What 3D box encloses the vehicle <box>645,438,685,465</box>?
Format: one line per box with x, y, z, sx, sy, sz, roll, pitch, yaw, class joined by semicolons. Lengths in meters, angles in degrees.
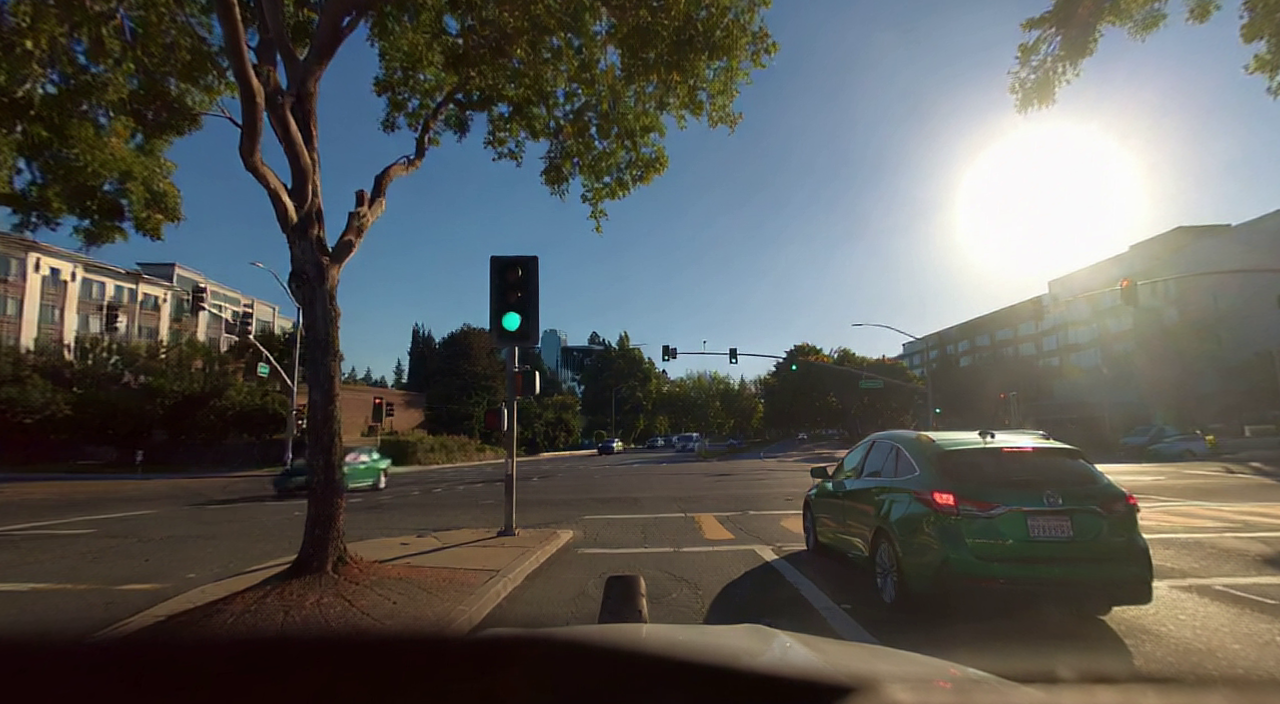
1.759;6.771;43.247;2.197;1.739;4.177;-2;-8;10;vehicle

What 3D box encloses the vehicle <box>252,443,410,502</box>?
-8.796;3.444;18.545;2.002;1.483;4.696;-1;-8;5;vehicle

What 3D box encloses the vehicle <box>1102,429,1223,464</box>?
25.918;4.679;31.353;4.441;1.674;2.035;1;-8;-8;vehicle

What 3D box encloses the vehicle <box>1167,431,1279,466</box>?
26.293;4.242;27.876;4.644;1.470;1.922;1;-8;-10;vehicle
